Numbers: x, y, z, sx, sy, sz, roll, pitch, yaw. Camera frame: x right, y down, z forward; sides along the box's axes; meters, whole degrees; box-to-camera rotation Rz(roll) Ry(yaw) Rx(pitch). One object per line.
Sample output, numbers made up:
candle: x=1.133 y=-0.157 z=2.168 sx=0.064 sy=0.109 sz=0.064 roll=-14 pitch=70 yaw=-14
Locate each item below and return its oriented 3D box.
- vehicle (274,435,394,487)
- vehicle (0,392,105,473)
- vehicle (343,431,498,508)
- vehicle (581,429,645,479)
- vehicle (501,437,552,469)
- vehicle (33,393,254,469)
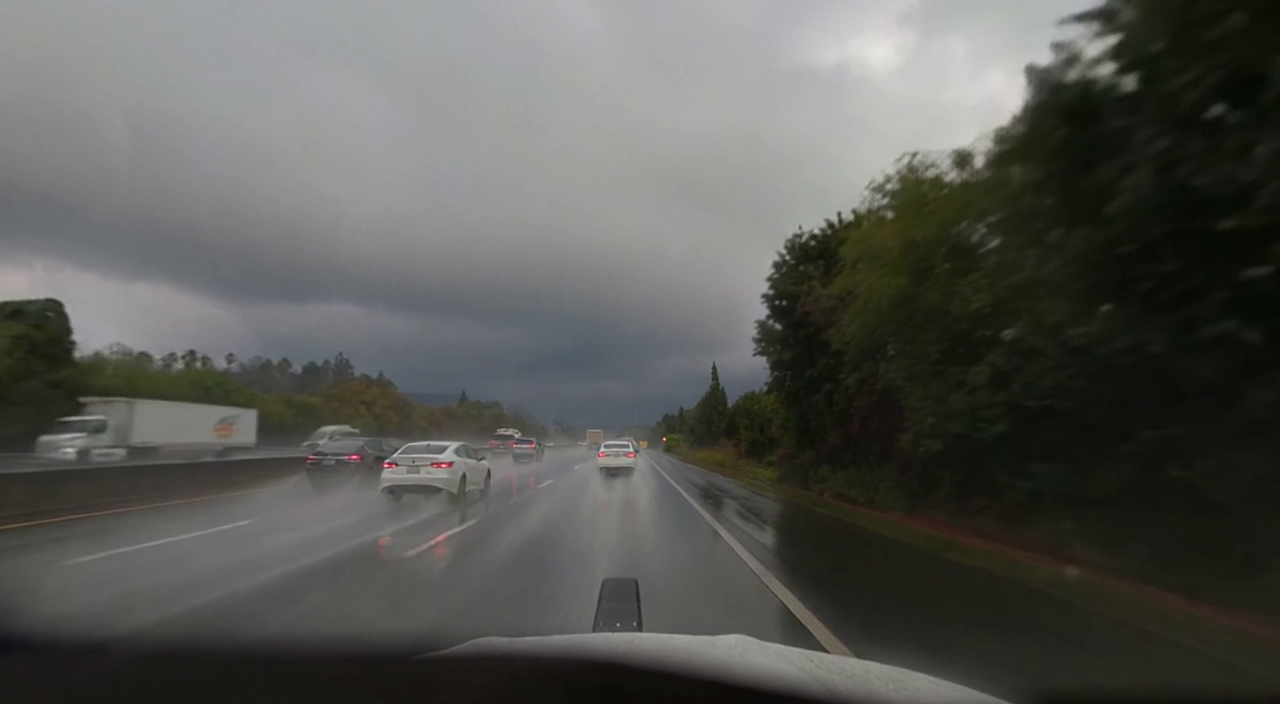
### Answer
vehicle: x=-9.419 y=3.349 z=19.746 sx=1.850 sy=1.439 sz=3.932 roll=0 pitch=-8 yaw=-1
vehicle: x=-30.078 y=4.074 z=31.902 sx=2.981 sy=3.860 sz=2.886 roll=0 pitch=-8 yaw=-2
vehicle: x=-4.713 y=2.553 z=14.297 sx=1.971 sy=1.464 sz=4.386 roll=0 pitch=-8 yaw=0
vehicle: x=-0.978 y=3.707 z=23.239 sx=2.178 sy=1.658 sz=3.916 roll=0 pitch=-8 yaw=-2
vehicle: x=-5.461 y=4.870 z=30.645 sx=1.835 sy=1.432 sz=3.835 roll=0 pitch=-8 yaw=-1
vehicle: x=-30.333 y=5.063 z=39.949 sx=3.235 sy=3.981 sz=13.558 roll=0 pitch=-8 yaw=-1
